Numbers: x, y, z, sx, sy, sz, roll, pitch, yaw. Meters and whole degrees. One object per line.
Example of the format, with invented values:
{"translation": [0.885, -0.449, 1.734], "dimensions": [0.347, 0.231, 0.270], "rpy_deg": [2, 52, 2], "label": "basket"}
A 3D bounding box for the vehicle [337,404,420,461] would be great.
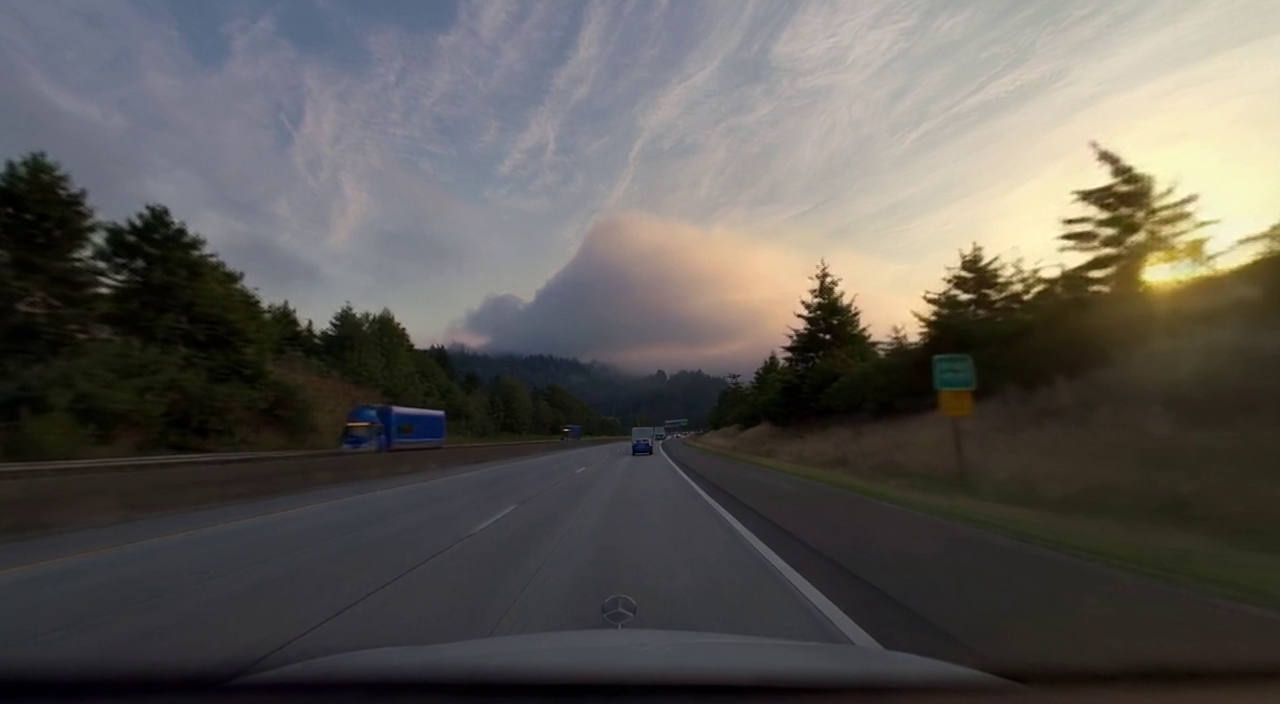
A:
{"translation": [-17.636, 5.524, 42.952], "dimensions": [3.010, 3.617, 5.816], "rpy_deg": [0, -8, 1], "label": "vehicle"}
